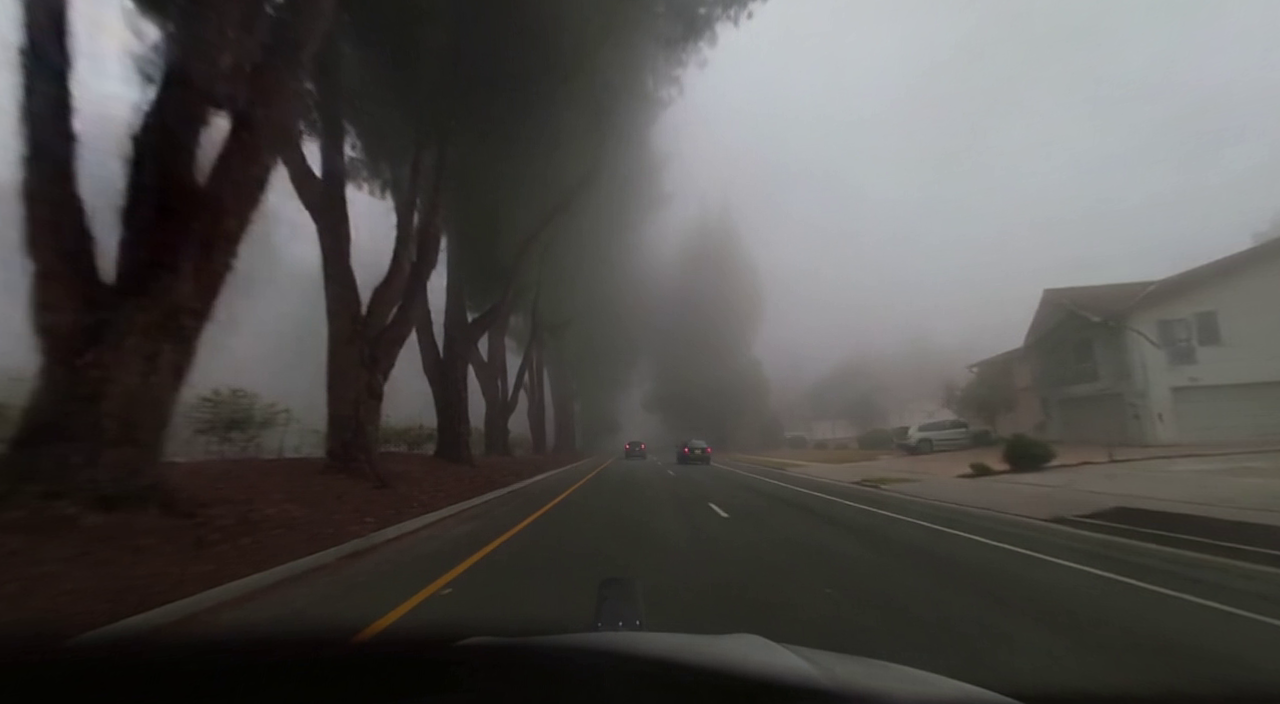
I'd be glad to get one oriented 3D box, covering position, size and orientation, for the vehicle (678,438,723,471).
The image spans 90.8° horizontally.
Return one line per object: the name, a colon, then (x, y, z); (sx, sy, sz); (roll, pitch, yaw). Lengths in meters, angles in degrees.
vehicle: (3.168, 5.466, 33.864); (1.888, 1.640, 4.044); (0, -8, -2)
